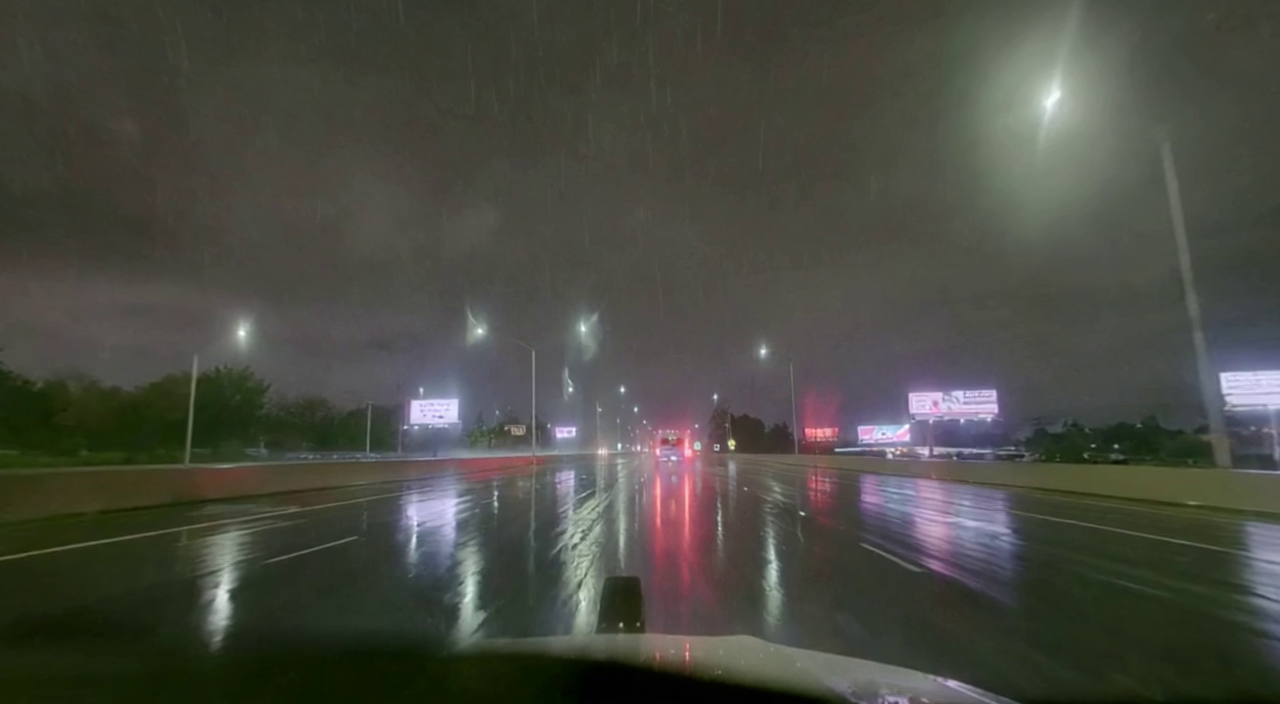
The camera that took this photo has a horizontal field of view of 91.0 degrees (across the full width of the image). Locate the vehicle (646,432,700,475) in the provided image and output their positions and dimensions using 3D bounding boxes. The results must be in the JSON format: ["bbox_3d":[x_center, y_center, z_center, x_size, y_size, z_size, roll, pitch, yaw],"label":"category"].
[{"bbox_3d":[1.830,5.661,35.202,2.740,2.157,6.300,-1,-9,3],"label":"vehicle"}]
